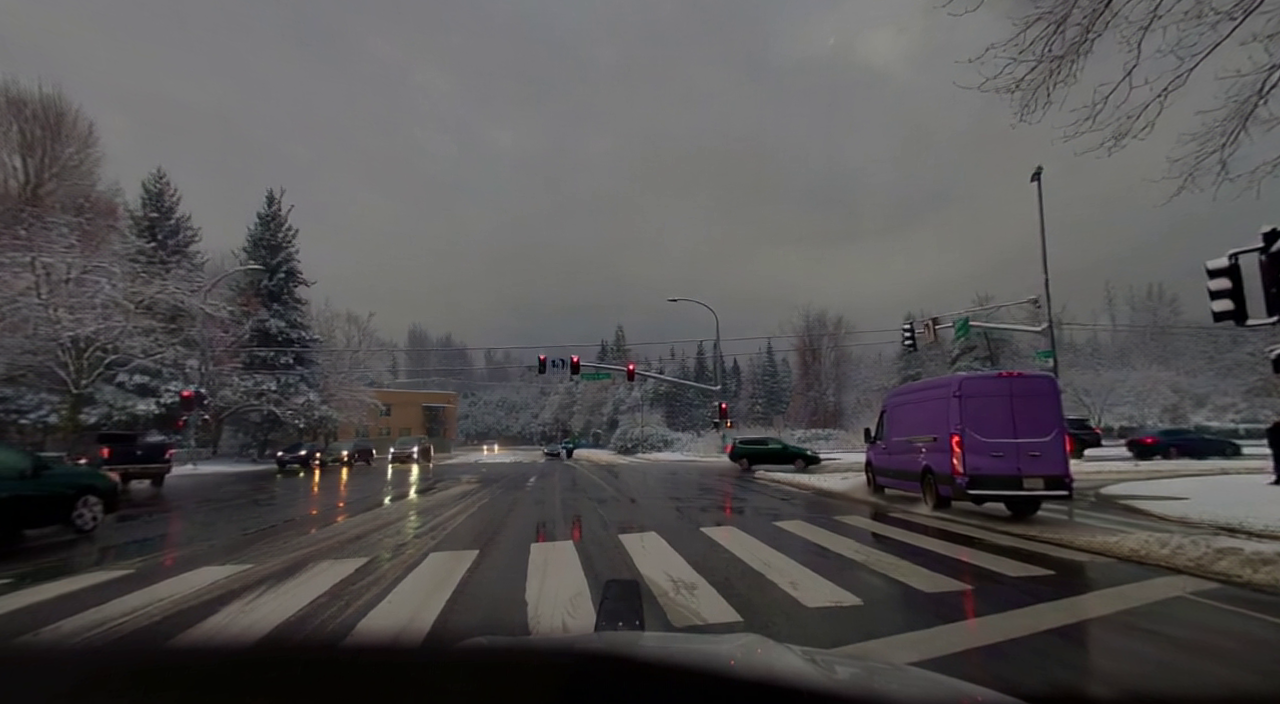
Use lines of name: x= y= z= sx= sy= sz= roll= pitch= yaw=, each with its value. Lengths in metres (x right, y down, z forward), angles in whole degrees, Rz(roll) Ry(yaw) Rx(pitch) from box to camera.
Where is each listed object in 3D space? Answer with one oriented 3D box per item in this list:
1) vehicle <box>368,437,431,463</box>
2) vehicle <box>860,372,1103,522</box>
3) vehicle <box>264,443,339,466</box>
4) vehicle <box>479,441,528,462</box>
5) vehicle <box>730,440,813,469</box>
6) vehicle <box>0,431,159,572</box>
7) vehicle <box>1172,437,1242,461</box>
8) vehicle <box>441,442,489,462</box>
vehicle: x=-17.390 y=7.153 z=46.001 sx=2.189 sy=1.753 sz=4.785 roll=-1 pitch=-9 yaw=8
vehicle: x=6.684 y=2.002 z=13.388 sx=2.332 sy=2.511 sz=5.326 roll=-1 pitch=-9 yaw=3
vehicle: x=-21.844 y=6.639 z=40.973 sx=1.859 sy=1.415 sz=4.591 roll=-1 pitch=-9 yaw=8
vehicle: x=-10.160 y=7.464 z=47.388 sx=2.097 sy=1.484 sz=4.596 roll=-1 pitch=-9 yaw=8
vehicle: x=6.786 y=5.268 z=32.517 sx=3.909 sy=1.409 sz=1.907 roll=-3 pitch=-9 yaw=21
vehicle: x=-7.388 y=1.501 z=6.329 sx=1.824 sy=1.414 sz=4.597 roll=1 pitch=-8 yaw=-5
vehicle: x=36.938 y=6.279 z=41.117 sx=4.413 sy=1.485 sz=1.860 roll=4 pitch=-10 yaw=-28
vehicle: x=-13.192 y=7.587 z=47.860 sx=1.845 sy=1.426 sz=4.289 roll=-1 pitch=-9 yaw=8
